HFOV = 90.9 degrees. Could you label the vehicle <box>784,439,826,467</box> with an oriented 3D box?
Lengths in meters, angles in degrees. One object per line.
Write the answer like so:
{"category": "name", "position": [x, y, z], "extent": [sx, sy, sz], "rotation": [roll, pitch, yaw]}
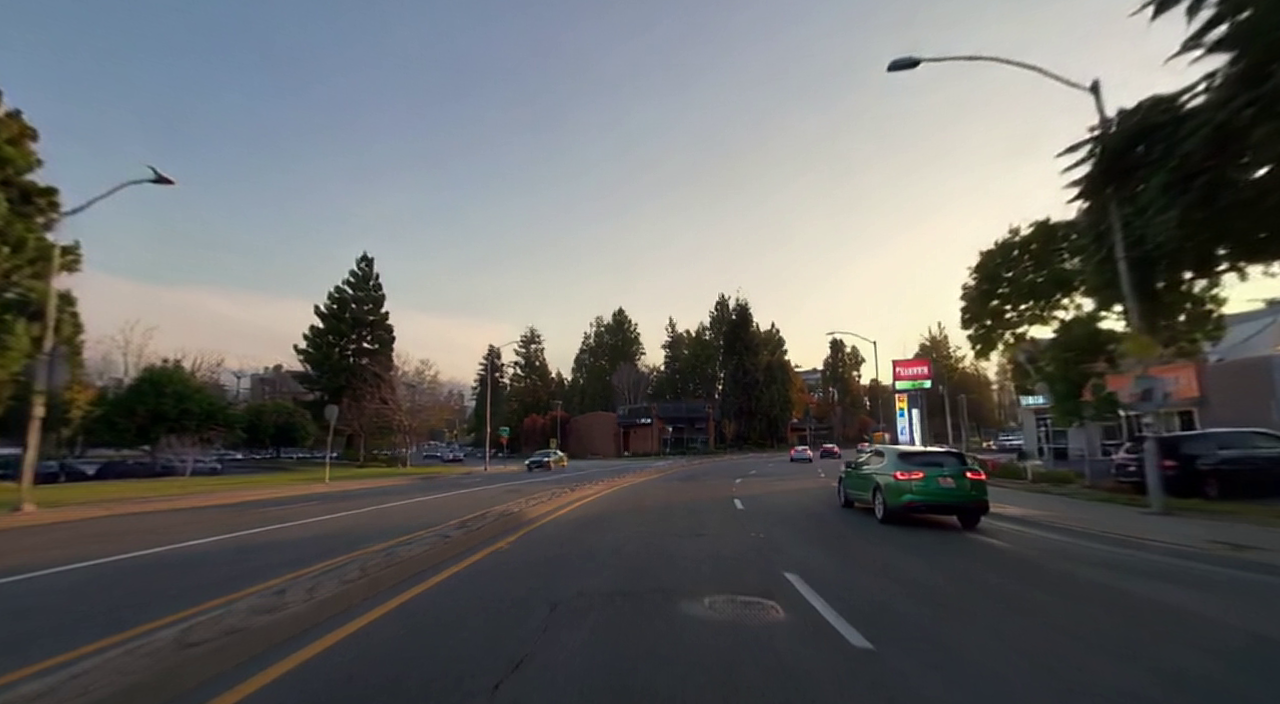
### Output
{"category": "vehicle", "position": [10.857, 6.596, 41.336], "extent": [2.311, 1.715, 4.287], "rotation": [-3, -9, 18]}

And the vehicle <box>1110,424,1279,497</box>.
{"category": "vehicle", "position": [16.047, 2.919, 17.126], "extent": [4.557, 1.825, 2.350], "rotation": [-2, -9, 12]}

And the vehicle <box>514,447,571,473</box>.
{"category": "vehicle", "position": [-6.164, 6.885, 40.440], "extent": [2.022, 1.498, 4.400], "rotation": [-2, -9, 15]}

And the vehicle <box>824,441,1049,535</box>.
{"category": "vehicle", "position": [5.401, 2.492, 12.310], "extent": [1.938, 1.466, 4.434], "rotation": [1, -8, -5]}
